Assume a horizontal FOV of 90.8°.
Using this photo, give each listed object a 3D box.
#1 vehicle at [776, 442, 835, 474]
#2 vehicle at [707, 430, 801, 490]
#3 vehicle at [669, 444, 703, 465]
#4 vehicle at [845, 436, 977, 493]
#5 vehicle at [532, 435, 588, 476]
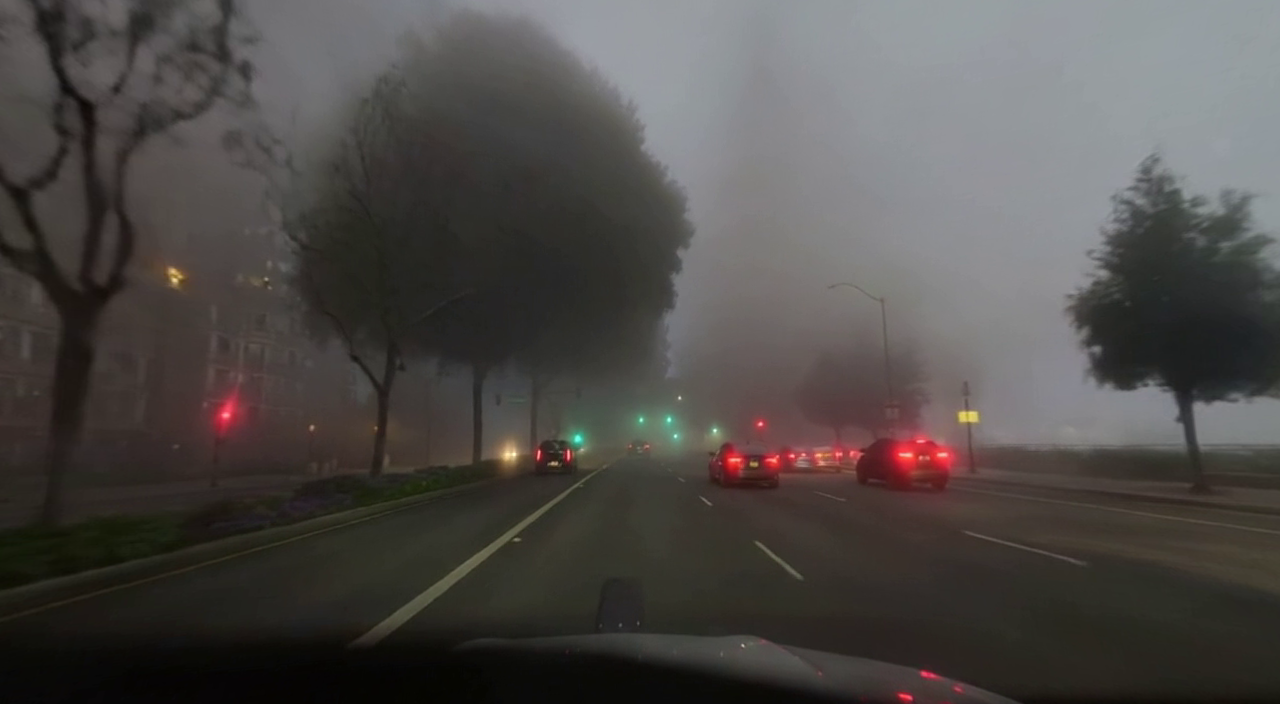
[{"bbox_3d":[8.262,5.322,31.973,1.884,1.478,4.164,0,-8,1],"label":"vehicle"},{"bbox_3d":[3.632,3.541,21.113,2.152,1.742,4.704,0,-8,-1],"label":"vehicle"},{"bbox_3d":[3.359,7.613,47.027,2.054,1.473,4.511,0,-8,-2],"label":"vehicle"},{"bbox_3d":[8.141,3.406,19.546,1.944,1.503,4.723,0,-8,0],"label":"vehicle"},{"bbox_3d":[-3.770,4.947,30.463,2.155,1.797,3.989,-1,-8,1],"label":"vehicle"}]
